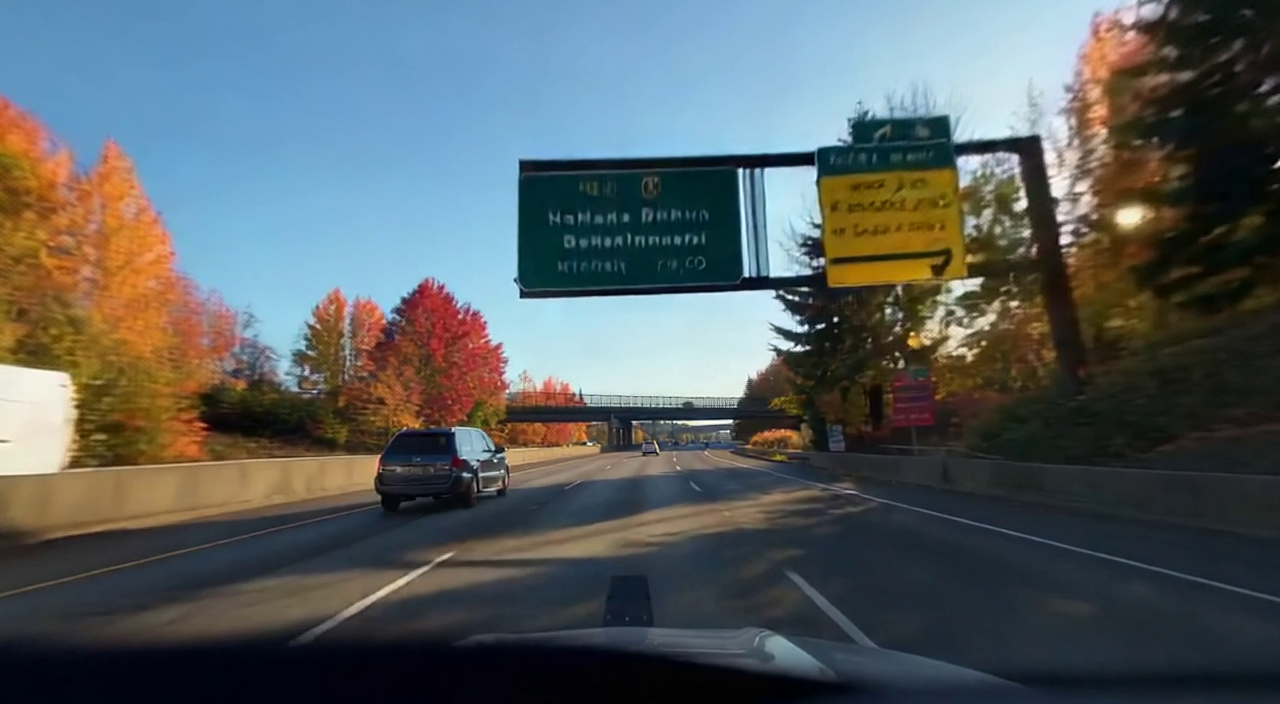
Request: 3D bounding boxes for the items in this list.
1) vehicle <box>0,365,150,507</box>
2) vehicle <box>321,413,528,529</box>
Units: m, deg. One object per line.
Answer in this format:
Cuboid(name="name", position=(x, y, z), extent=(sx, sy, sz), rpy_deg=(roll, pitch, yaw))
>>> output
Cuboid(name="vehicle", position=(-20.006, 2.178, 16.399), extent=(2.955, 4.073, 13.911), rpy_deg=(0, -8, 2))
Cuboid(name="vehicle", position=(-3.608, 2.102, 11.645), extent=(2.177, 1.707, 4.432), rpy_deg=(0, -8, 1))
